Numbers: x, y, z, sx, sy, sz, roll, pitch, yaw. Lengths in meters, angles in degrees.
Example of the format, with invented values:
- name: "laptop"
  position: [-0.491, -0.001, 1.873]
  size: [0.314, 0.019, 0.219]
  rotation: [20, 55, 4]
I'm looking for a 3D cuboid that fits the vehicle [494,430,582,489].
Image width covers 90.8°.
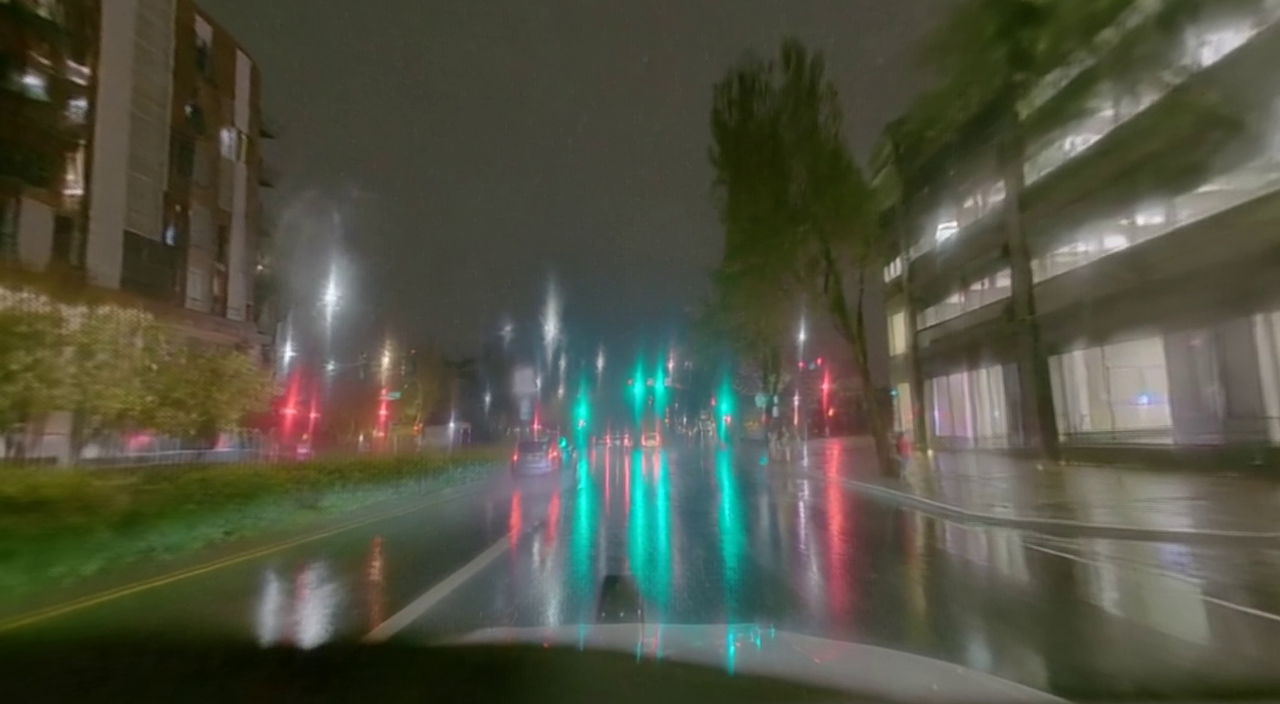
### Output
- name: "vehicle"
  position: [-3.231, 3.512, 21.011]
  size: [2.116, 1.725, 4.315]
  rotation: [0, -8, 1]

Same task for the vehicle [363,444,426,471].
- name: "vehicle"
  position: [-14.660, 6.307, 38.028]
  size: [1.918, 1.513, 4.581]
  rotation: [0, -8, 0]

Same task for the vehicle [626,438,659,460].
- name: "vehicle"
  position: [0.165, 6.528, 42.607]
  size: [2.095, 1.438, 3.843]
  rotation: [0, -8, 0]

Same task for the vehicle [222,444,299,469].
- name: "vehicle"
  position: [-29.621, 8.158, 49.415]
  size: [4.684, 1.806, 2.073]
  rotation: [0, -8, -2]

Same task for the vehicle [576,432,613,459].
- name: "vehicle"
  position: [-3.145, 6.626, 44.640]
  size: [2.152, 1.802, 4.628]
  rotation: [-1, -8, 1]
